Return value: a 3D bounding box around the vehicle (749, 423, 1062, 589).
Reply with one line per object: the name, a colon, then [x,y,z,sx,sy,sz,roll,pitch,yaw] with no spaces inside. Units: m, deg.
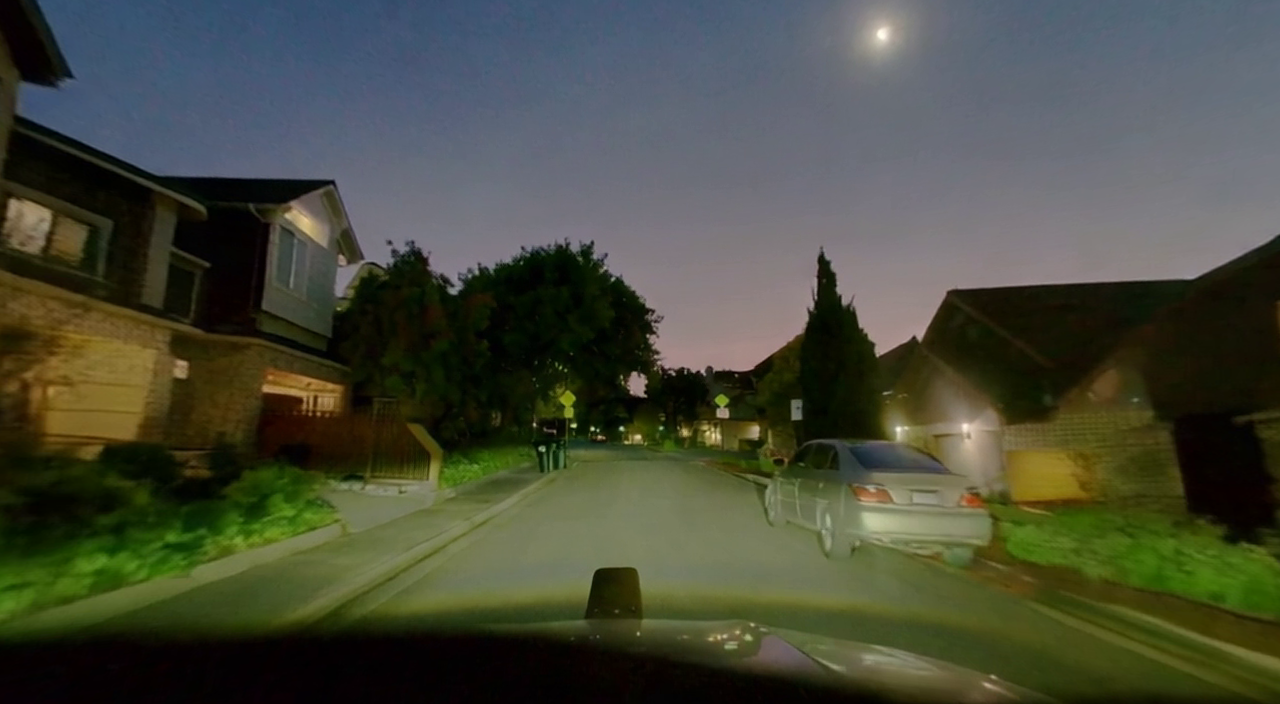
vehicle: [2.810,1.674,7.869,1.955,1.498,4.046,0,-7,-3]
